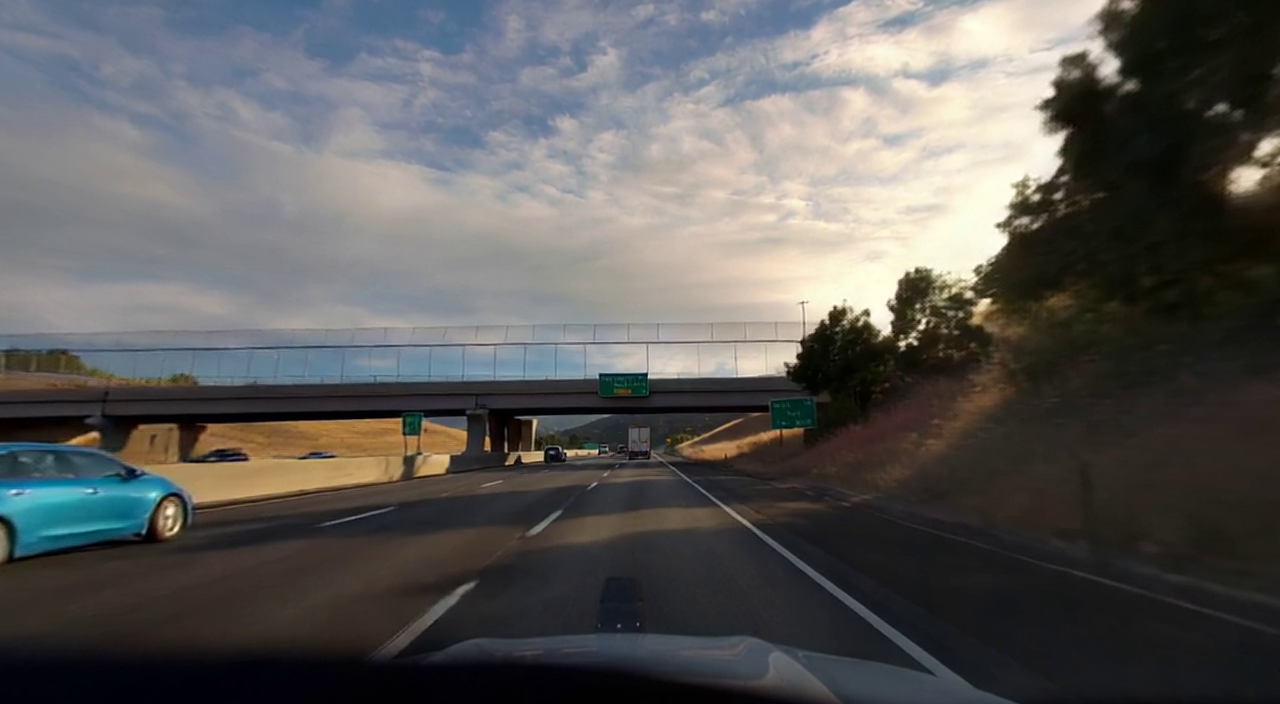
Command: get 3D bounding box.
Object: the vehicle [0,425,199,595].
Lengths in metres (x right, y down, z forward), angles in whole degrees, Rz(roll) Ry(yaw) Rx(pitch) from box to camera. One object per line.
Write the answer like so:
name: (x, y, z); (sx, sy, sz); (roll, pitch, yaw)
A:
vehicle: (-6.905, 1.478, 5.955); (2.096, 1.541, 4.610); (0, -9, 0)
